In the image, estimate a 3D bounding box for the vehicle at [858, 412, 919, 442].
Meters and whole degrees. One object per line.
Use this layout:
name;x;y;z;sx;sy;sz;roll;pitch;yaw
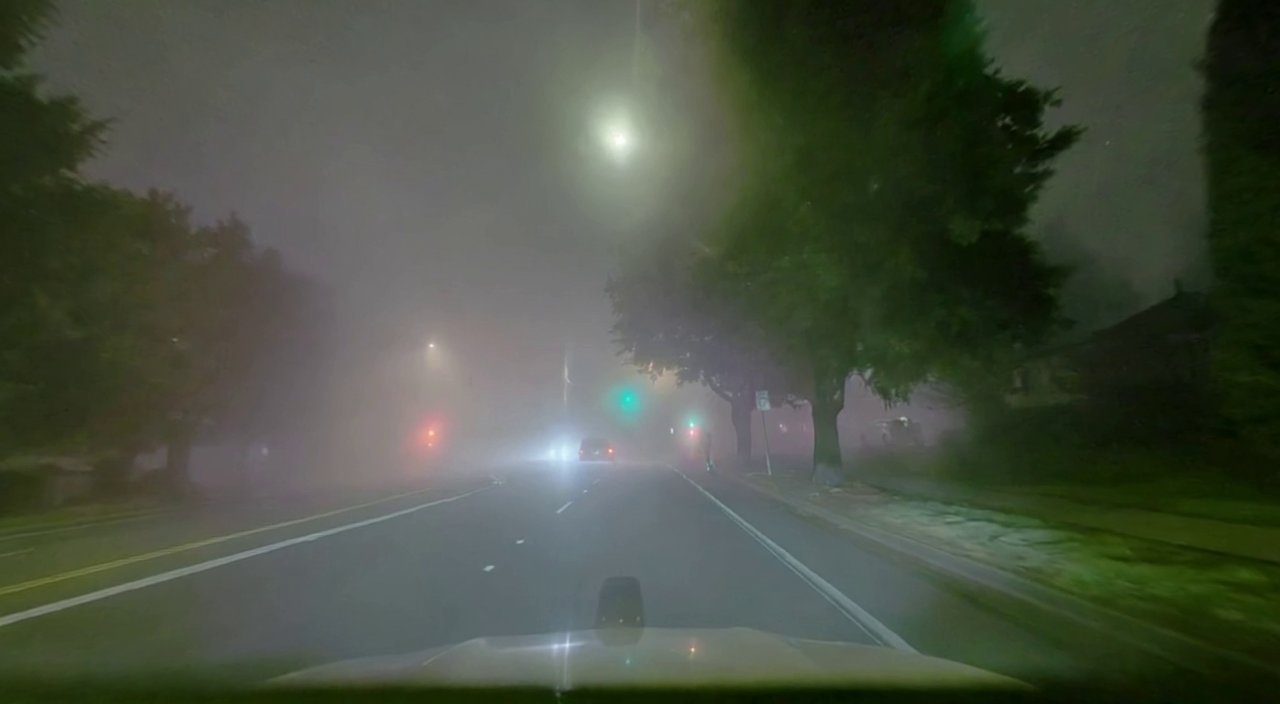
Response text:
vehicle;15.273;4.694;39.120;1.982;1.705;4.677;-1;-9;2

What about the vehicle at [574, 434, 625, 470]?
vehicle;-2.102;5.320;33.799;2.215;1.799;4.426;-1;-8;3
